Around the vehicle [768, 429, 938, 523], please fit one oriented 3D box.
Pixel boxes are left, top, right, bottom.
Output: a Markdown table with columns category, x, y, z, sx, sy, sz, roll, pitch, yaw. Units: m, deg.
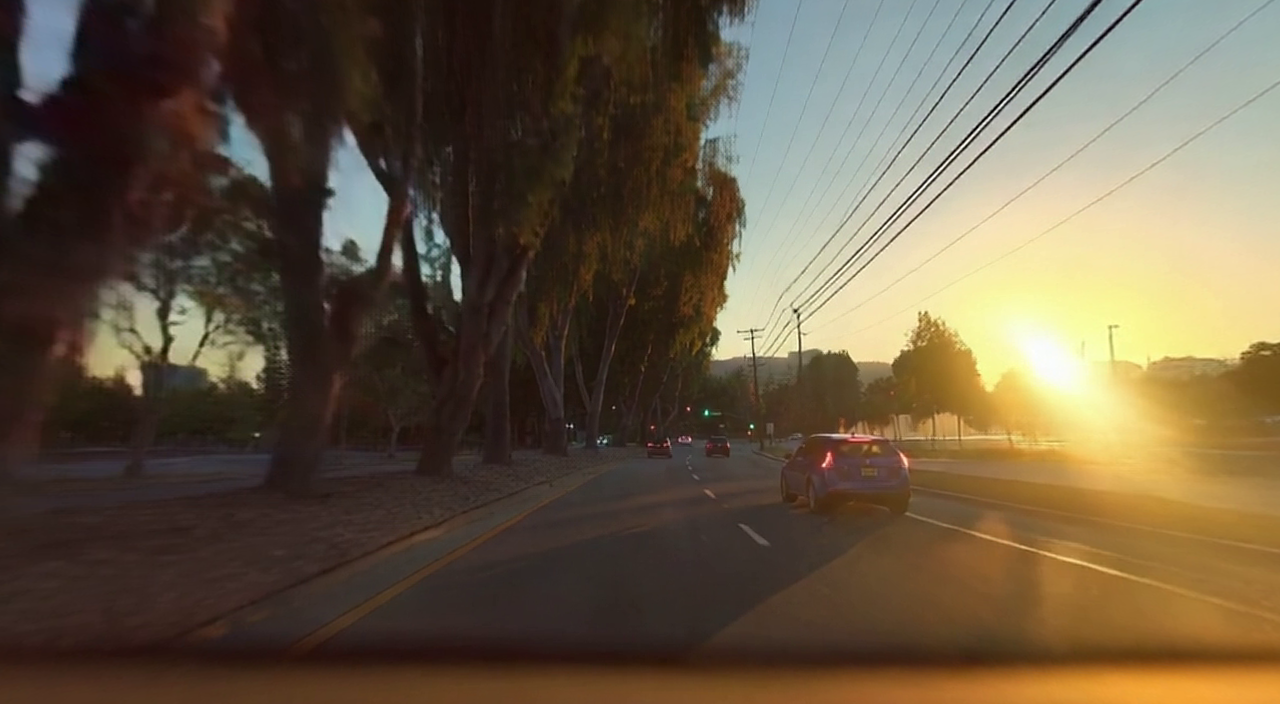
| category | x | y | z | sx | sy | sz | roll | pitch | yaw |
| --- | --- | --- | --- | --- | --- | --- | --- | --- | --- |
| vehicle | 3.939 | 2.358 | 12.563 | 1.881 | 1.512 | 4.294 | -1 | -9 | 0 |

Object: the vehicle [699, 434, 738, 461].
| category | x | y | z | sx | sy | sz | roll | pitch | yaw |
| --- | --- | --- | --- | --- | --- | --- | --- | --- | --- |
| vehicle | 5.555 | 6.856 | 45.438 | 2.254 | 1.840 | 4.918 | -1 | -9 | 1 |

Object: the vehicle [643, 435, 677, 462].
| category | x | y | z | sx | sy | sz | roll | pitch | yaw |
| --- | --- | --- | --- | --- | --- | --- | --- | --- | --- |
| vehicle | 1.420 | 6.622 | 43.451 | 2.163 | 1.746 | 4.073 | -1 | -9 | 4 |
